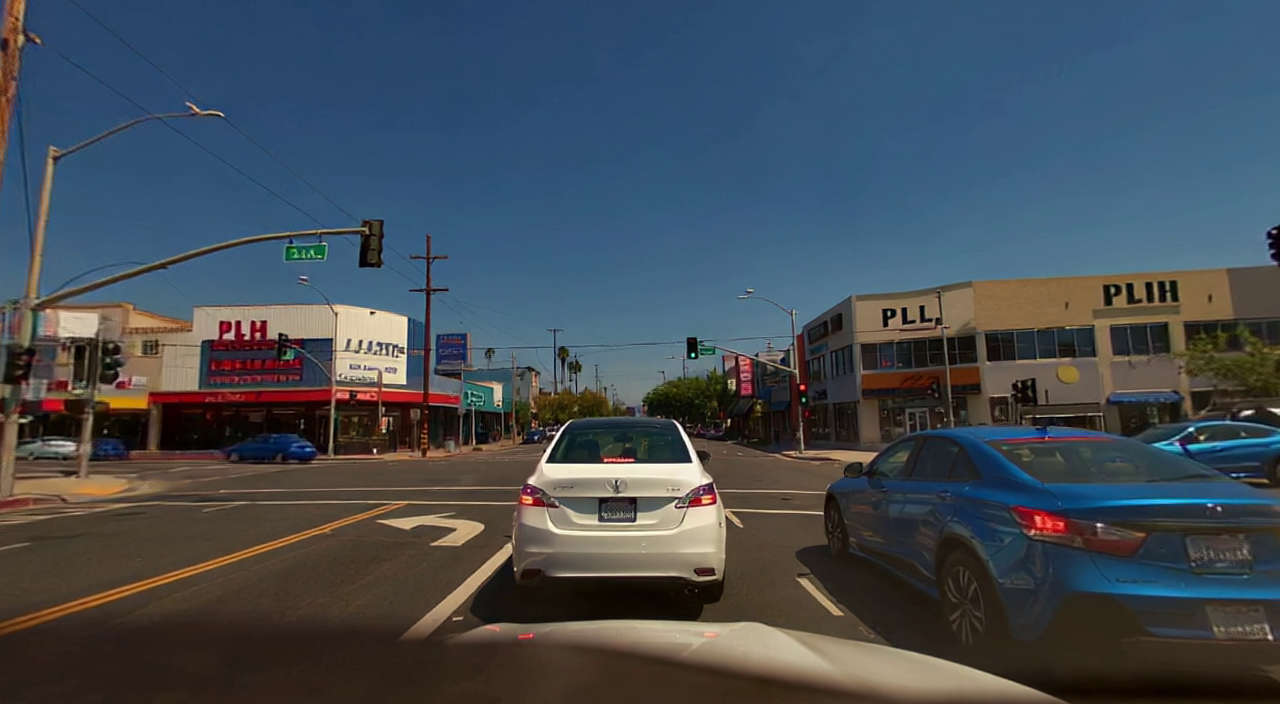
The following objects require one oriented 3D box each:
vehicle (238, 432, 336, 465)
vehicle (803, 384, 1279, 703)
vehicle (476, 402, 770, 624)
[{"bbox_3d":[-19.974,5.462,35.775,5.003,1.799,2.066,-4,-9,22],"label":"vehicle"},{"bbox_3d":[3.034,1.309,5.447,1.983,1.654,4.354,0,-8,-2],"label":"vehicle"},{"bbox_3d":[-0.141,1.516,7.008,2.123,1.589,4.702,0,-8,0],"label":"vehicle"}]
